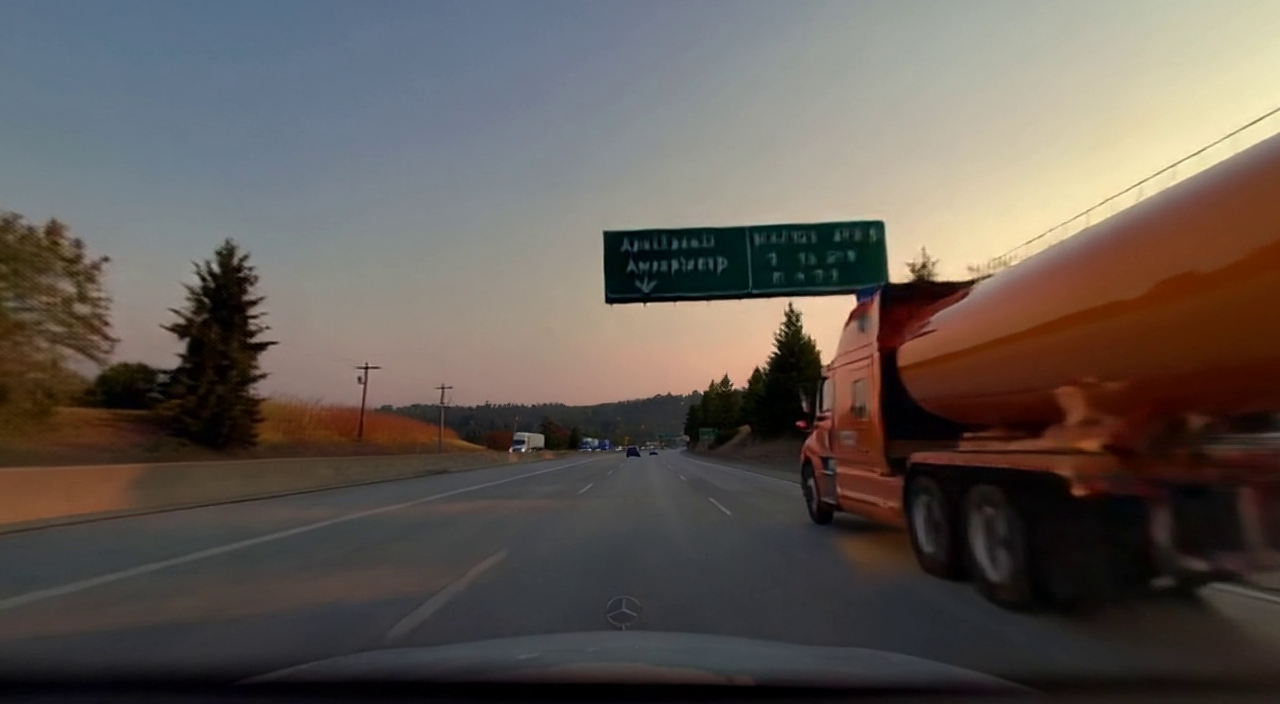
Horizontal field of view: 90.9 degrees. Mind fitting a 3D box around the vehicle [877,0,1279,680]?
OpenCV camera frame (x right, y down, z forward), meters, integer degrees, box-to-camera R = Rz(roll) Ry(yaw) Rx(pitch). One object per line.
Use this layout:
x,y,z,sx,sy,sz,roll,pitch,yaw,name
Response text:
4.338,-0.952,0.532,2.784,4.080,13.516,-2,-9,-1,vehicle
